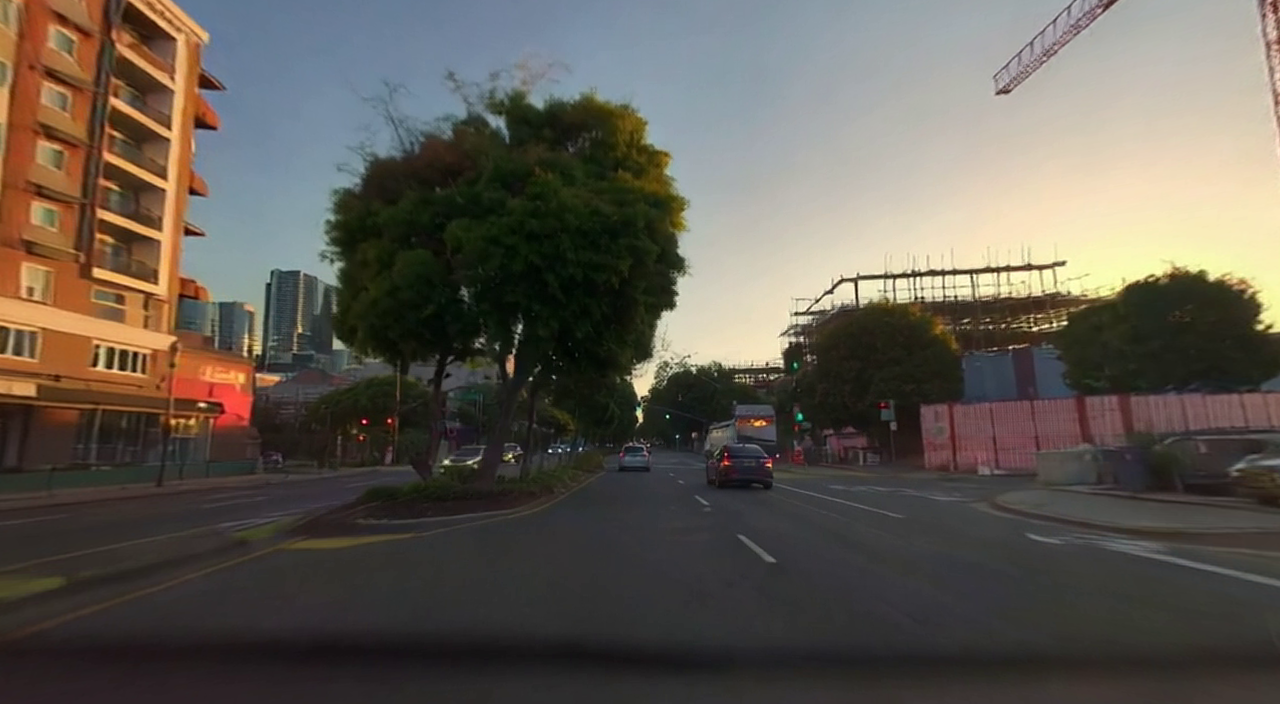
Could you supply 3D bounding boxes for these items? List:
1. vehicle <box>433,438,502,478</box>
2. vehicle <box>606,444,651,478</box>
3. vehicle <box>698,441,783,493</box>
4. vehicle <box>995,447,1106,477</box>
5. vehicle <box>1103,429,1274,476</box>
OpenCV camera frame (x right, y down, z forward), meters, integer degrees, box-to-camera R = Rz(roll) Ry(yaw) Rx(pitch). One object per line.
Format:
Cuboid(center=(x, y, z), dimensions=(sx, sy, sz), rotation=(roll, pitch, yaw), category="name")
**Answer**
Cuboid(center=(-8.633, 5.339, 32.093), dimensions=(2.111, 1.832, 4.778), rotation=(0, -9, 0), category="vehicle")
Cuboid(center=(-0.552, 5.095, 29.851), dimensions=(2.006, 1.487, 3.535), rotation=(0, -9, -1), category="vehicle")
Cuboid(center=(3.084, 3.627, 20.247), dimensions=(1.910, 1.474, 4.003), rotation=(0, -9, -2), category="vehicle")
Cuboid(center=(19.041, 5.102, 29.441), dimensions=(3.839, 1.281, 1.836), rotation=(0, -9, 0), category="vehicle")
Cuboid(center=(25.271, 4.678, 29.324), dimensions=(5.433, 1.955, 2.512), rotation=(-1, -10, 0), category="vehicle")
